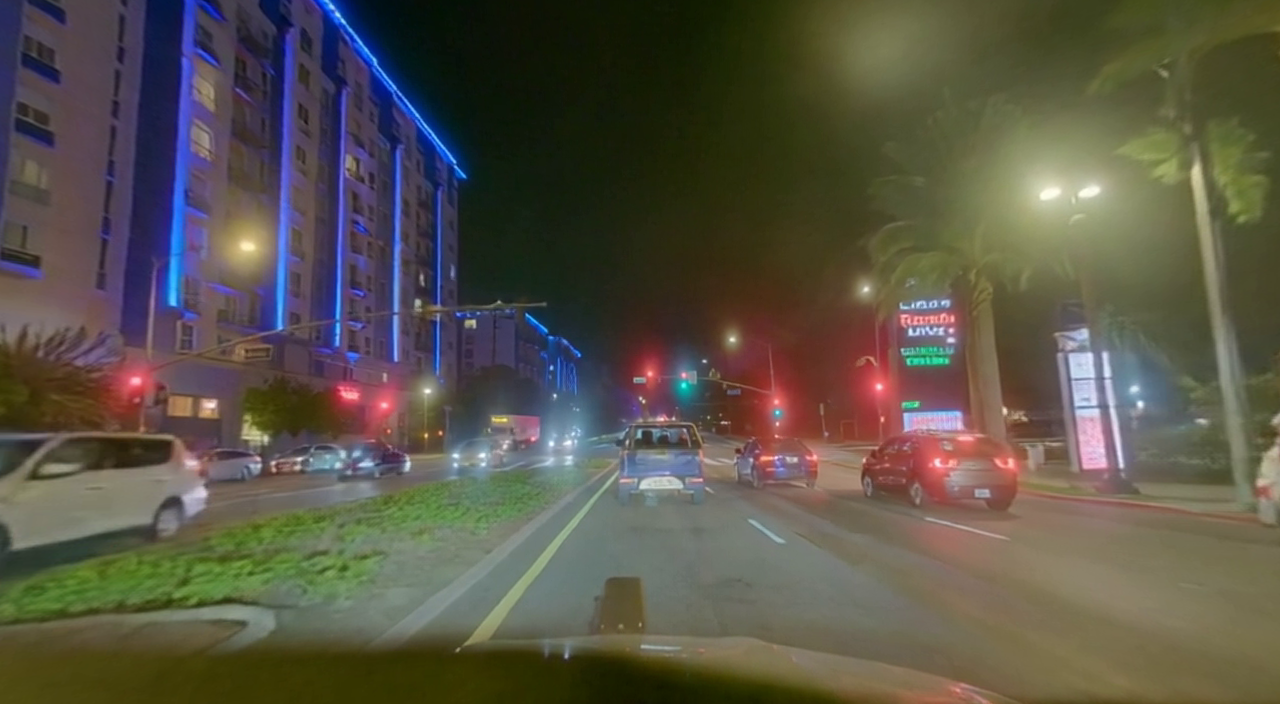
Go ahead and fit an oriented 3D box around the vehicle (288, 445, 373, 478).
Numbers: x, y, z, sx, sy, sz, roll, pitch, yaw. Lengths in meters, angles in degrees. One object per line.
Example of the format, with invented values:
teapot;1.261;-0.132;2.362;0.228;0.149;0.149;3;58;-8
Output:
vehicle;-15.103;5.361;31.097;1.858;1.465;4.368;-1;-9;2

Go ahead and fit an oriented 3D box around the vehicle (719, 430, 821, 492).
vehicle;3.989;3.453;20.363;2.283;1.738;4.916;0;-9;0

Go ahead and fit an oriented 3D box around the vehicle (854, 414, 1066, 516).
vehicle;7.189;2.625;15.079;2.215;1.973;5.323;0;-9;0

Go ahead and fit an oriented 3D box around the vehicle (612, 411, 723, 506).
vehicle;0.634;2.807;16.919;2.487;2.115;5.444;0;-9;1

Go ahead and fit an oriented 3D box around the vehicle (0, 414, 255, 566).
vehicle;-8.317;1.918;9.443;2.050;1.725;4.677;0;-9;1

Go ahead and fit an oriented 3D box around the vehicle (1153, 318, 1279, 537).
vehicle;10.296;0.961;8.022;2.663;3.061;5.602;-2;-4;-1

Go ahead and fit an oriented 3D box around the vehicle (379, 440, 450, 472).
vehicle;-11.374;5.288;32.139;2.011;1.520;3.902;-1;-9;3

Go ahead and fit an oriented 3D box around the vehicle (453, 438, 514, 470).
vehicle;-8.065;5.301;32.900;1.937;1.530;4.107;-1;-9;3
